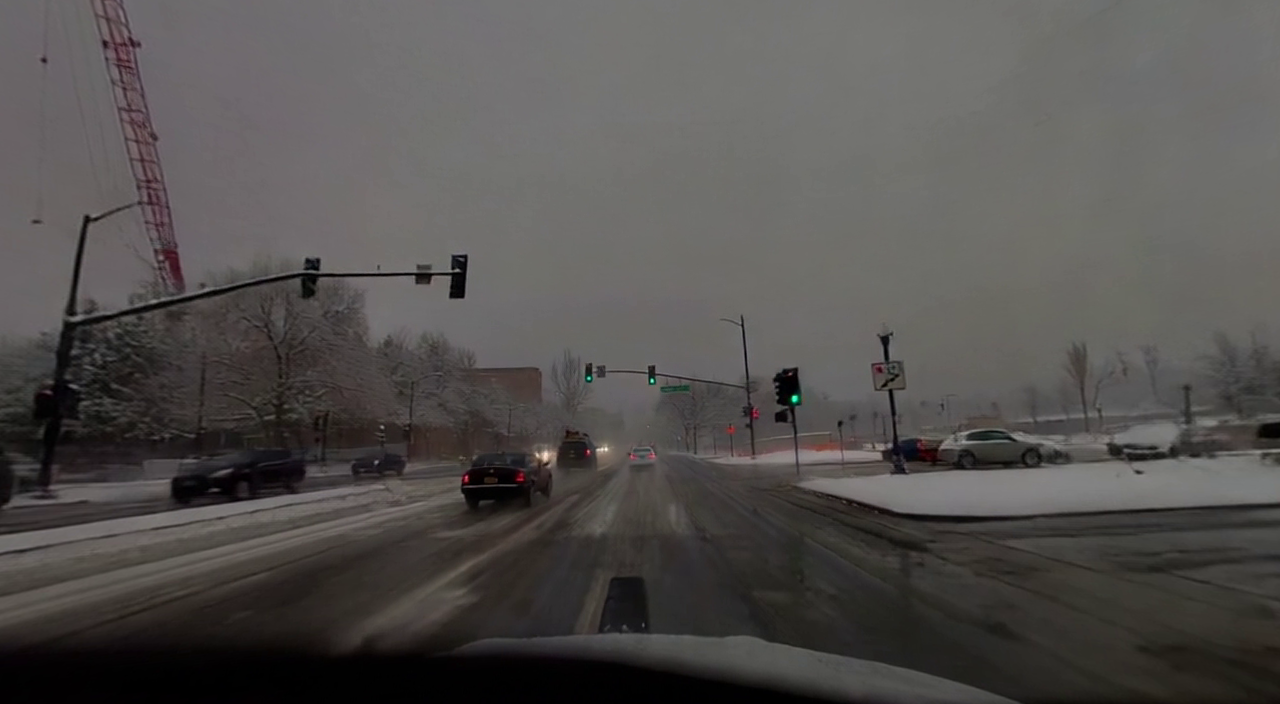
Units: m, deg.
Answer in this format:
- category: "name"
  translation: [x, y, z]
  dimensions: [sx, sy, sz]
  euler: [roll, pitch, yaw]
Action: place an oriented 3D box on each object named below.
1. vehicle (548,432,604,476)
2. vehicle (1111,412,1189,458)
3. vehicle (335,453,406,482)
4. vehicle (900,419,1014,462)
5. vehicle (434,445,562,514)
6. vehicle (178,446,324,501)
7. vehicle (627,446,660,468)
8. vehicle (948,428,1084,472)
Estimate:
- category: "vehicle"
  translation: [-3.129, 5.134, 31.999]
  dimensions: [2.240, 2.054, 4.662]
  euler: [0, -9, 2]
- category: "vehicle"
  translation: [23.626, 3.883, 29.117]
  dimensions: [2.304, 1.936, 5.023]
  euler: [-8, -12, 42]
- category: "vehicle"
  translation: [-14.890, 6.372, 35.067]
  dimensions: [1.879, 1.450, 4.279]
  euler: [-1, -9, 3]
- category: "vehicle"
  translation: [12.143, 3.411, 24.219]
  dimensions: [3.500, 1.563, 1.871]
  euler: [2, -9, -19]
- category: "vehicle"
  translation: [-3.233, 2.989, 15.393]
  dimensions: [1.959, 1.406, 4.527]
  euler: [0, -9, 2]
- category: "vehicle"
  translation: [-11.818, 3.668, 19.500]
  dimensions: [1.898, 1.498, 3.913]
  euler: [0, -9, 2]
- category: "vehicle"
  translation: [0.269, 7.282, 44.011]
  dimensions: [2.171, 1.422, 4.146]
  euler: [0, -9, 1]
- category: "vehicle"
  translation: [13.399, 3.454, 22.504]
  dimensions: [4.061, 1.465, 1.803]
  euler: [2, -8, -17]
